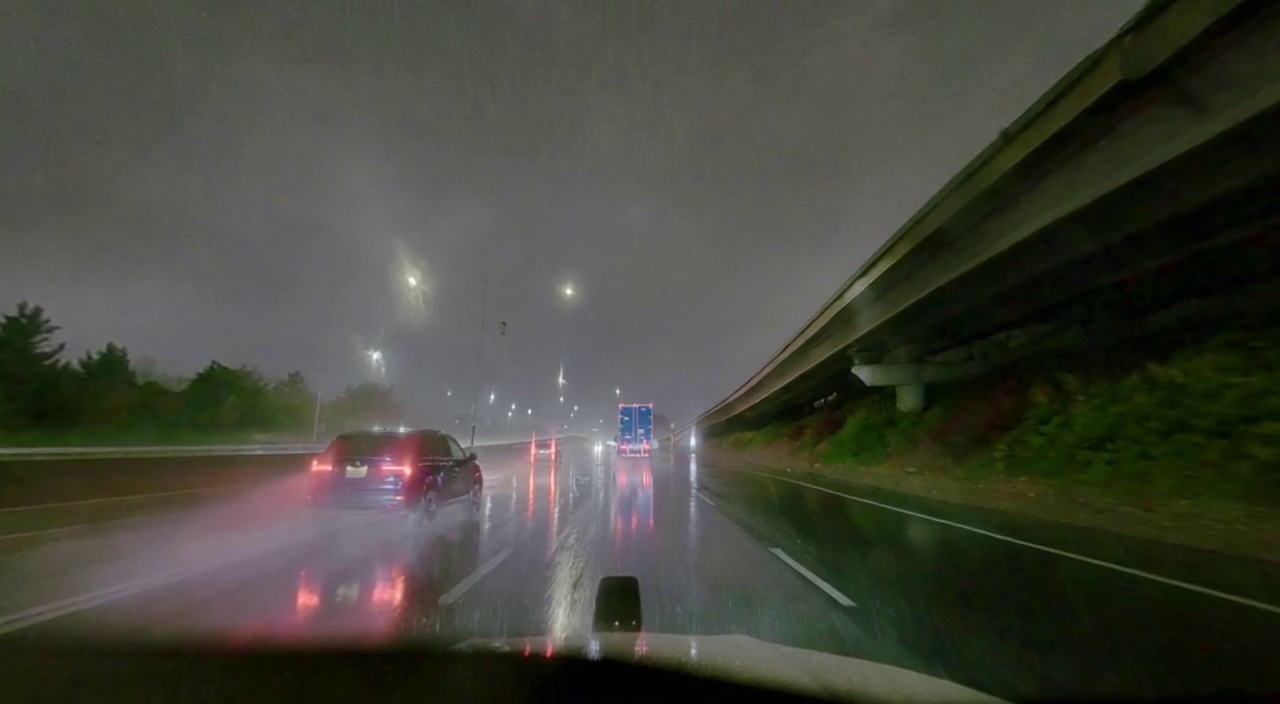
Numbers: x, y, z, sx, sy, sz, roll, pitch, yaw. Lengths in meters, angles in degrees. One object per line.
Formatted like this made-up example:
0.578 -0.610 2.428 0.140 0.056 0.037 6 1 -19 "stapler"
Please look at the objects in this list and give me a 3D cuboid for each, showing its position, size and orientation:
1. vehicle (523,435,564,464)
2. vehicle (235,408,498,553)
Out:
-7.174 7.330 47.603 2.247 2.001 5.002 0 -9 0 "vehicle"
-3.791 1.879 9.891 2.077 1.716 4.514 0 -9 0 "vehicle"
